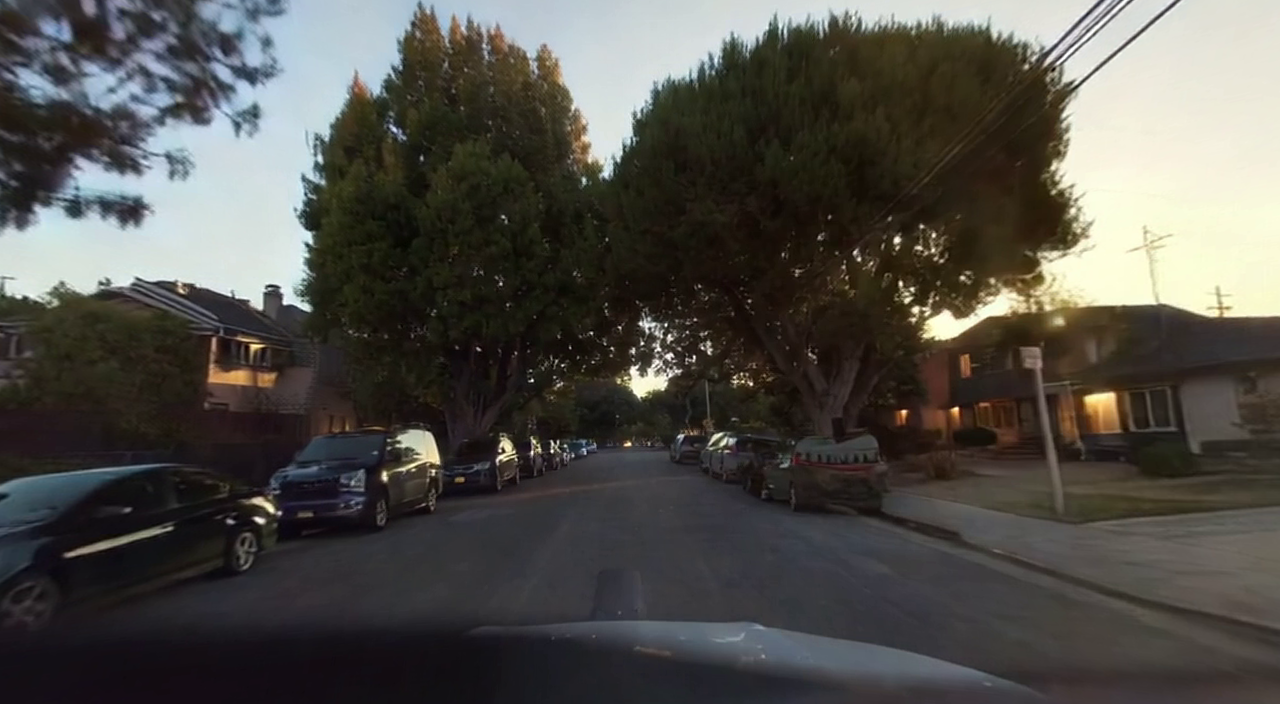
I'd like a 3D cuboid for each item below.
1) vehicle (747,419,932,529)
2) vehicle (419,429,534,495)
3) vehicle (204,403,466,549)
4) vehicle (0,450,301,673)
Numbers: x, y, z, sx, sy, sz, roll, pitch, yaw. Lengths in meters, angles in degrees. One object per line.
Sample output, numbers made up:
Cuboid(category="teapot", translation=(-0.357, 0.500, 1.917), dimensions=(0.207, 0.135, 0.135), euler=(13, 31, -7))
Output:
Cuboid(category="vehicle", translation=(3.522, 2.257, 12.284), dimensions=(1.994, 1.710, 4.699), euler=(0, -8, -1))
Cuboid(category="vehicle", translation=(-5.279, 3.655, 21.430), dimensions=(2.683, 1.923, 5.421), euler=(0, -8, -3))
Cuboid(category="vehicle", translation=(-5.229, 2.217, 12.051), dimensions=(2.390, 2.123, 5.371), euler=(0, -8, -1))
Cuboid(category="vehicle", translation=(-5.269, 1.650, 5.756), dimensions=(1.858, 1.456, 4.587), euler=(0, -8, -1))
